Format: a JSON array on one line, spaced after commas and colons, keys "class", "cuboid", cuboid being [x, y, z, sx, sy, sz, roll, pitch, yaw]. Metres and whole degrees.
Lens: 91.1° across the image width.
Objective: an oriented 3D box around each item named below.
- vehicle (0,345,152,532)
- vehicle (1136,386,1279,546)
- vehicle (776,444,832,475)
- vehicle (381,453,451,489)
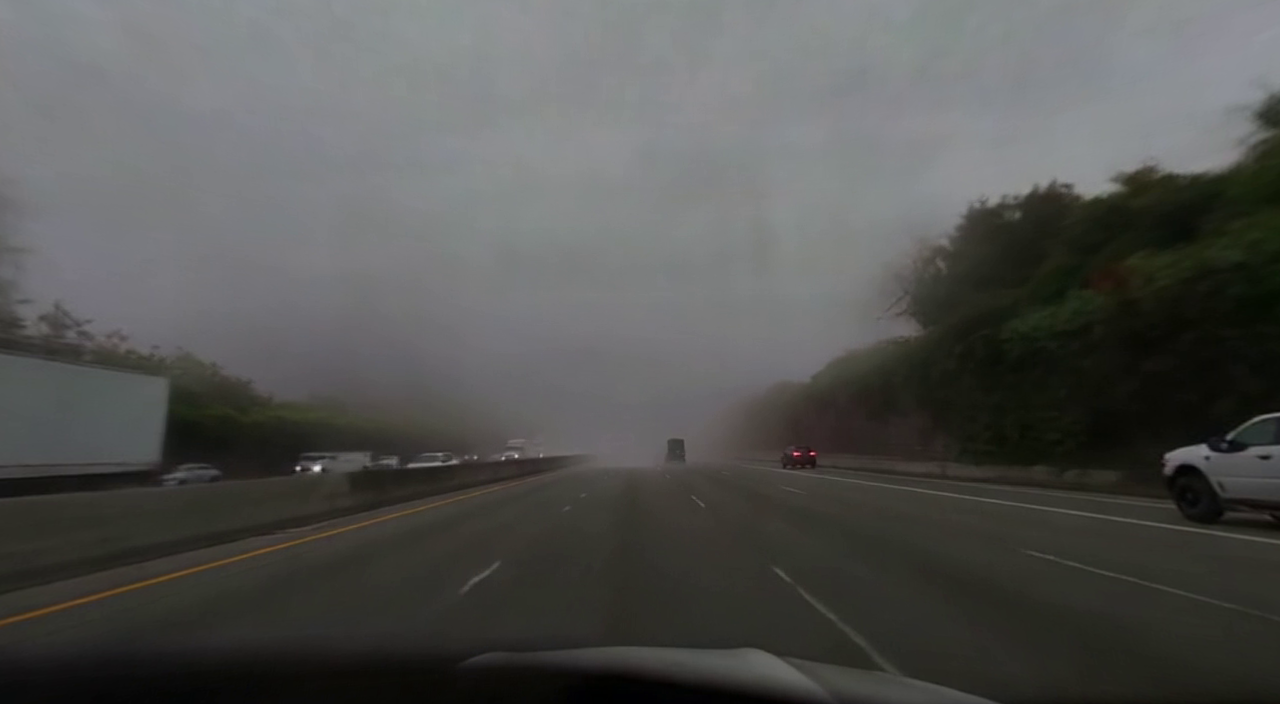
[{"class": "vehicle", "cuboid": [-16.049, 1.407, 10.573, 3.520, 4.128, 15.275, 0, -9, 0]}, {"class": "vehicle", "cuboid": [9.390, 1.388, 7.584, 2.184, 2.052, 5.650, 0, -9, 1]}, {"class": "vehicle", "cuboid": [9.517, 6.279, 36.889, 1.950, 1.632, 4.845, 0, -9, -1]}, {"class": "vehicle", "cuboid": [-9.944, 5.292, 28.206, 1.782, 1.439, 3.702, 0, -9, 0]}]
